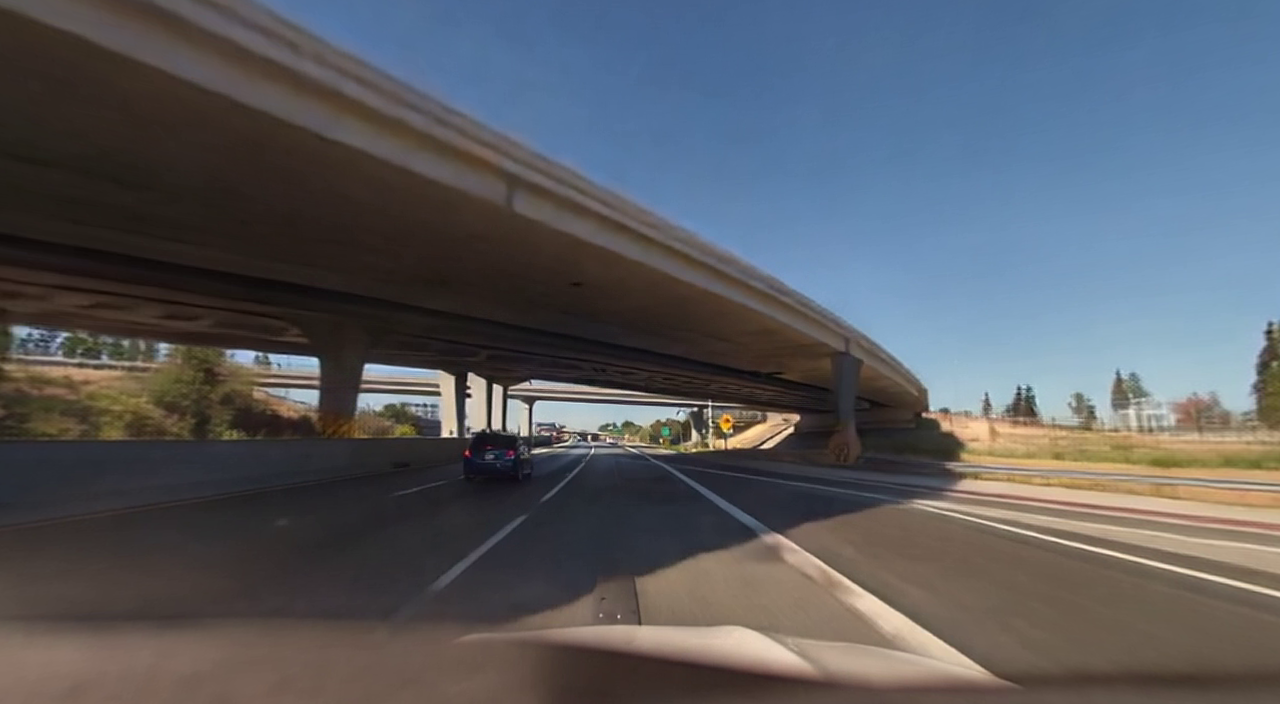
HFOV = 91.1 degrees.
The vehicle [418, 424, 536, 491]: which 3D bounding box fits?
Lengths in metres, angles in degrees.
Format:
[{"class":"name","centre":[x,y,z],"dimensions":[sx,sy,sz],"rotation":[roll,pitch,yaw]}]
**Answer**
[{"class":"vehicle","centre":[-4.371,2.916,17.799],"dimensions":[2.123,1.601,4.887],"rotation":[0,-8,-1]}]
